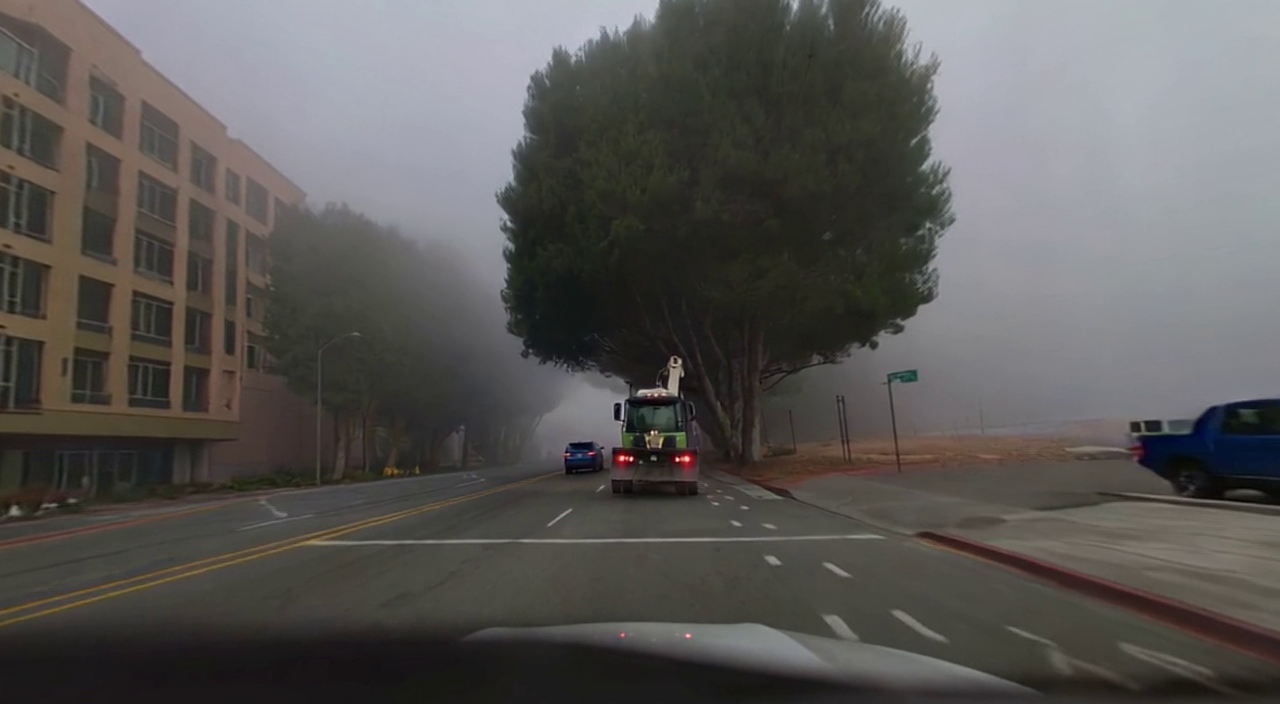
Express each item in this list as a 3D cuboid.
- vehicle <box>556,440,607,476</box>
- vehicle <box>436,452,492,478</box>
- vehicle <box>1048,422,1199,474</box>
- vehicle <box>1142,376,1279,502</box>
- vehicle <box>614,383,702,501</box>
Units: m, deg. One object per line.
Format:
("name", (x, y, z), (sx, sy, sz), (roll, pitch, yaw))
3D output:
("vehicle", (-2.880, 5.366, 32.064), (2.081, 1.688, 4.235), (0, -9, 2))
("vehicle", (-11.027, 7.055, 39.785), (1.939, 1.496, 4.678), (-1, -9, 3))
("vehicle", (16.987, 3.404, 22.428), (1.845, 1.593, 3.941), (-2, -8, -8))
("vehicle", (10.265, 1.158, 8.761), (2.186, 1.783, 4.716), (-1, -8, -9))
("vehicle", (0.475, 3.535, 24.559), (2.552, 3.461, 11.044), (-2, -9, -1))
